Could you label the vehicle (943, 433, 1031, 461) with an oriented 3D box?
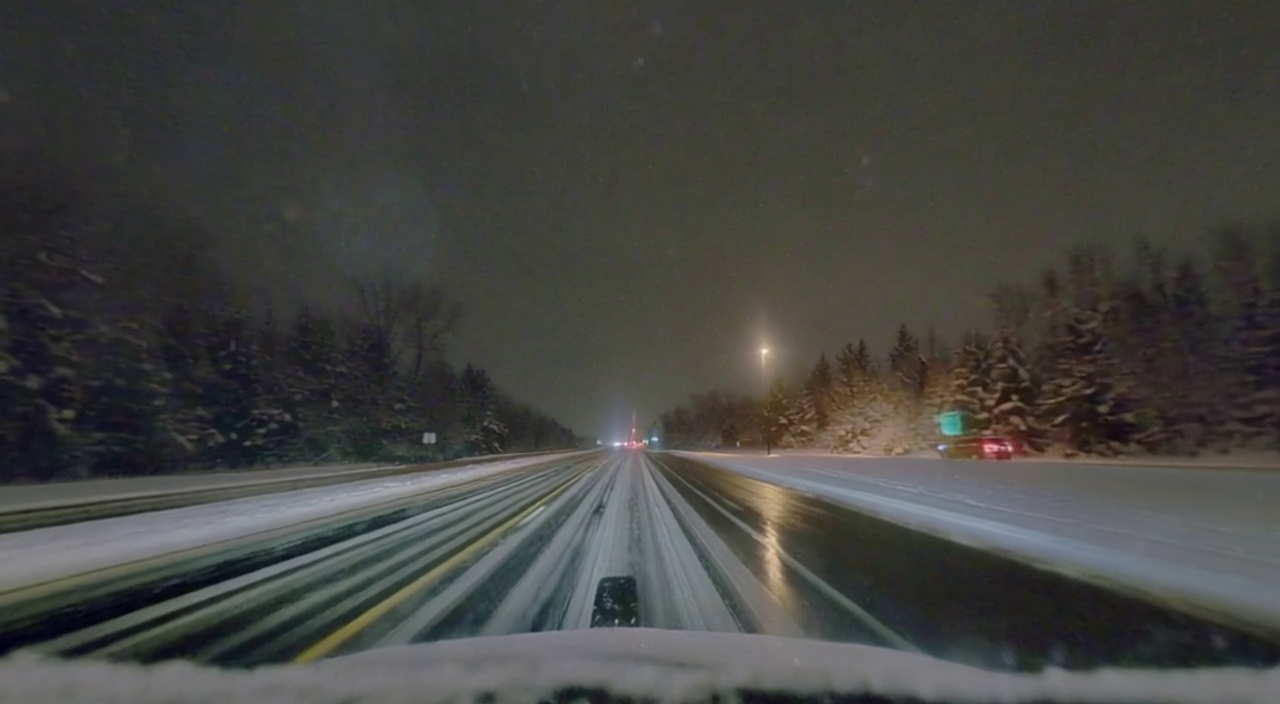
[{"bbox_3d":[25.737,7.078,46.883,2.328,1.916,5.227,4,-9,-26],"label":"vehicle"}]
